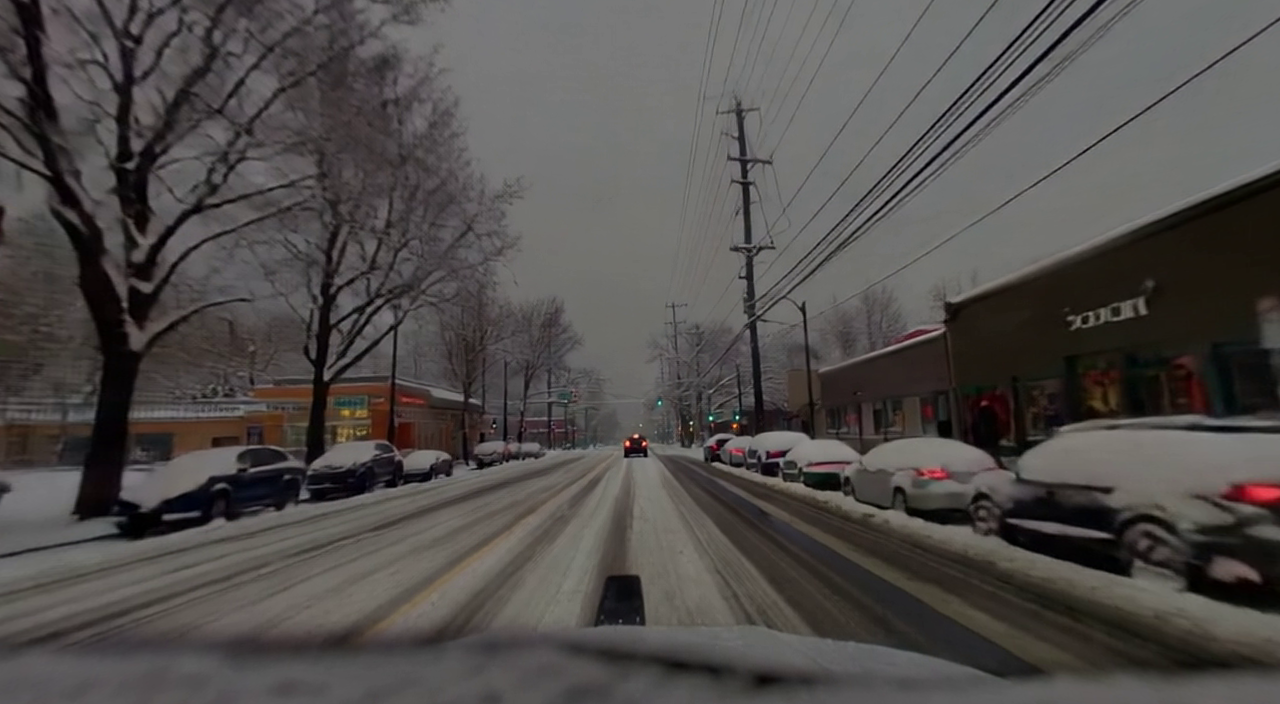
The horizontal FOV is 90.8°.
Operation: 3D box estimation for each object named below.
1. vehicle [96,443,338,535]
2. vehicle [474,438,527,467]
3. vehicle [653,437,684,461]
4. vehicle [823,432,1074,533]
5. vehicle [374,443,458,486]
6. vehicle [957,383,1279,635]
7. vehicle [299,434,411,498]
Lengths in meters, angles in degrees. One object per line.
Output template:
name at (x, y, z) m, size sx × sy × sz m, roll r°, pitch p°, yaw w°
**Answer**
vehicle at (-9.906, 3.182, 15.615) m, size 2.081 × 1.819 × 5.607 m, roll -1°, pitch -8°, yaw 0°
vehicle at (-9.665, 7.060, 44.283) m, size 2.305 × 1.883 × 5.580 m, roll -1°, pitch -9°, yaw 1°
vehicle at (1.997, 6.907, 45.212) m, size 1.998 × 1.580 × 4.015 m, roll 0°, pitch -8°, yaw -1°
vehicle at (5.415, 2.345, 12.137) m, size 2.163 × 1.484 × 5.019 m, roll 0°, pitch -8°, yaw -2°
vehicle at (-10.082, 5.058, 28.962) m, size 1.988 × 1.718 × 5.661 m, roll 0°, pitch -8°, yaw -2°
vehicle at (5.587, 1.385, 6.368) m, size 2.042 × 1.787 × 5.110 m, roll -1°, pitch -8°, yaw -1°
vehicle at (-10.075, 4.042, 22.824) m, size 2.020 × 2.013 × 4.758 m, roll 0°, pitch -8°, yaw -3°
